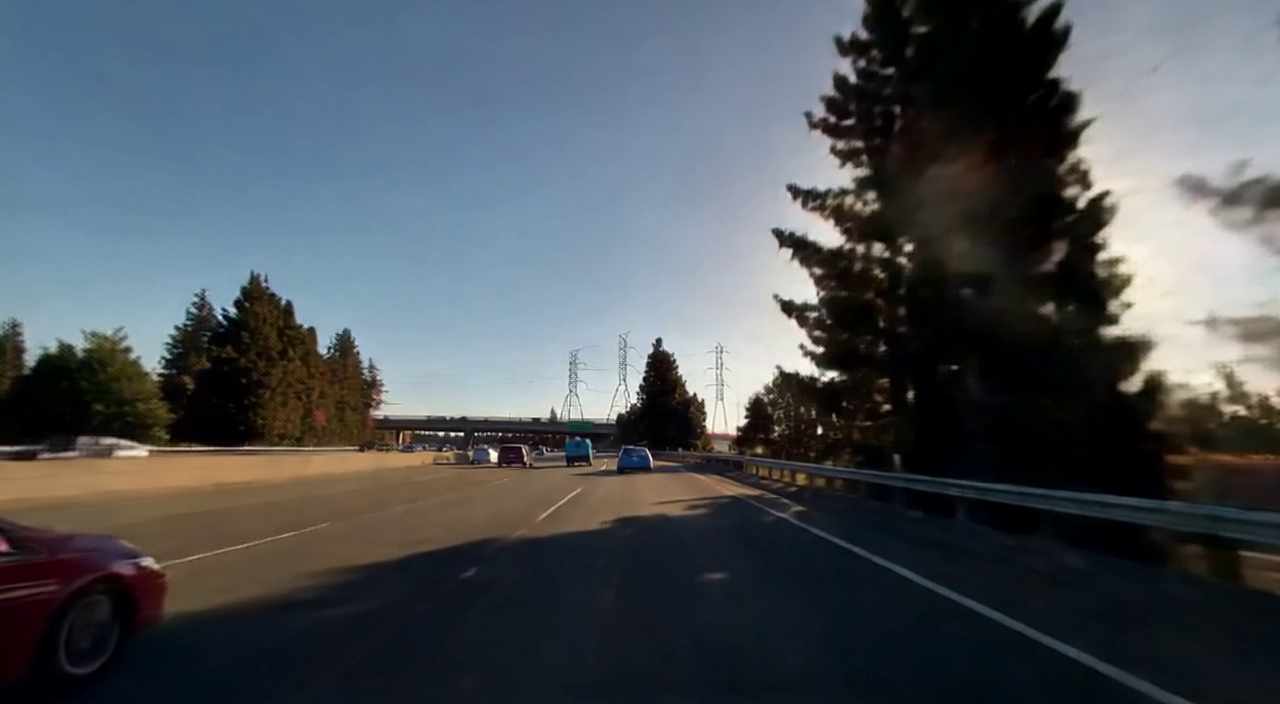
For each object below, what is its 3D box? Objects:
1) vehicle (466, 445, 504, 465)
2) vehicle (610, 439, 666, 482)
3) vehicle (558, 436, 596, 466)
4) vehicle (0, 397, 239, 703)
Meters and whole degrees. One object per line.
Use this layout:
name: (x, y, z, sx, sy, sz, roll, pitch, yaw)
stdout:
vehicle: (-11.780, 7.861, 47.964, 1.844, 1.446, 4.395, 0, -9, -2)
vehicle: (-0.121, 4.071, 23.817, 1.954, 1.460, 3.983, 0, -9, -1)
vehicle: (-3.965, 6.313, 40.175, 2.174, 1.806, 3.932, 1, -9, -3)
vehicle: (-3.746, 0.832, 1.862, 2.035, 1.514, 4.600, 0, -9, 0)
